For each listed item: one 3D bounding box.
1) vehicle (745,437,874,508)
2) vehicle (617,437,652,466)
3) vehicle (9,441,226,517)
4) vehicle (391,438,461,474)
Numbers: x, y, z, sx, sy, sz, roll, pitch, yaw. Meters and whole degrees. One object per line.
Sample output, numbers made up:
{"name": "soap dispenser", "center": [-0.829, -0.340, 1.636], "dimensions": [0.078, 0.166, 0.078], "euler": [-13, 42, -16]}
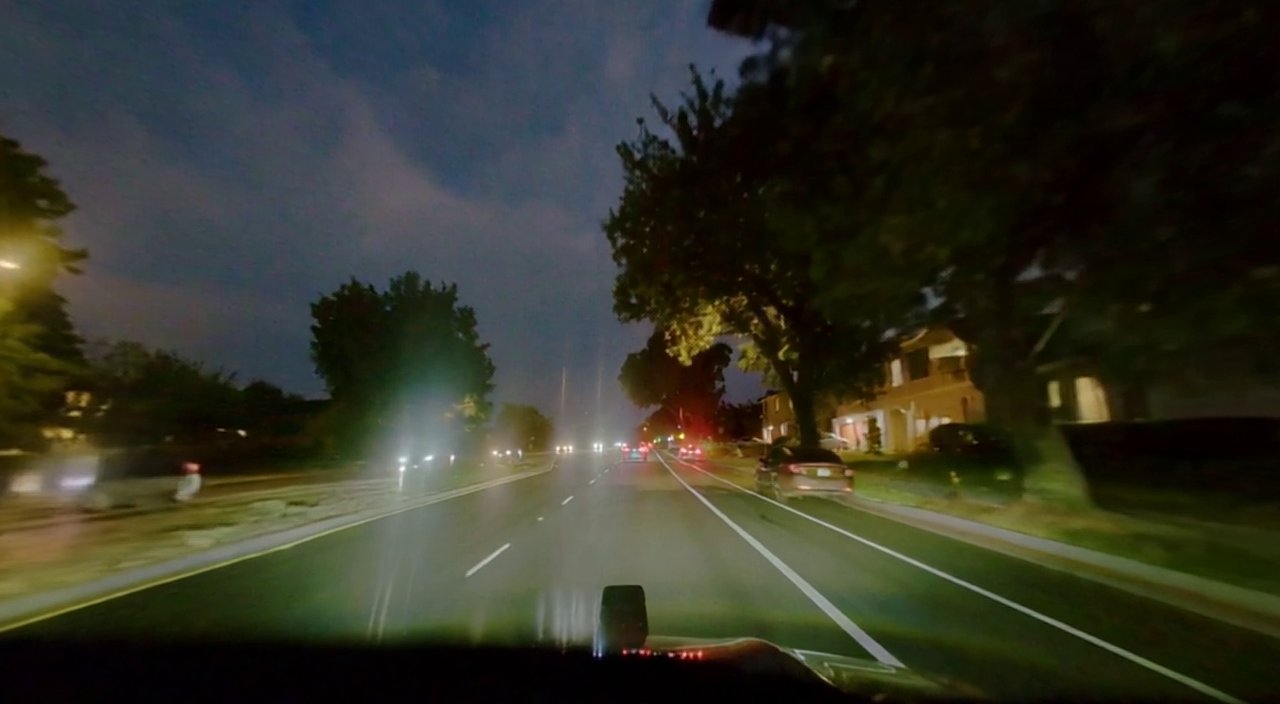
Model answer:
{"name": "vehicle", "center": [4.107, 2.975, 16.093], "dimensions": [2.045, 1.517, 4.394], "euler": [0, -8, 0]}
{"name": "vehicle", "center": [-0.368, 6.056, 38.395], "dimensions": [2.024, 1.655, 4.301], "euler": [0, -8, -1]}
{"name": "vehicle", "center": [-14.360, 3.448, 17.848], "dimensions": [2.035, 1.683, 4.898], "euler": [-4, -8, 0]}
{"name": "vehicle", "center": [-11.058, 5.392, 32.915], "dimensions": [2.007, 1.689, 4.541], "euler": [-1, -8, 0]}
